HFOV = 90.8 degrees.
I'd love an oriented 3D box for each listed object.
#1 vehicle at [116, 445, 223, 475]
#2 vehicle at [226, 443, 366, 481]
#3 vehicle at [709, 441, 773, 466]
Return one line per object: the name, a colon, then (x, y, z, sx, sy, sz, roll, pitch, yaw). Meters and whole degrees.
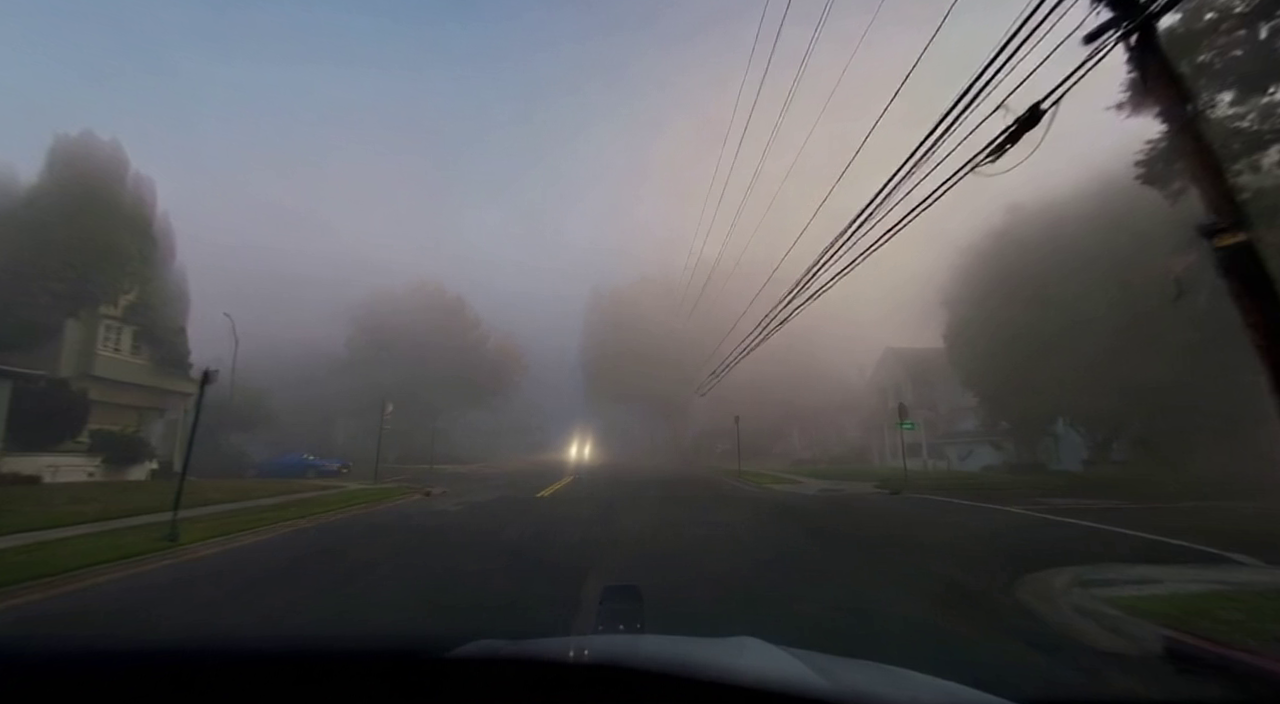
vehicle: (-25.706, 5.888, 34.605, 4.338, 1.496, 1.857, 0, -5, -1)
vehicle: (-14.499, 4.647, 26.822, 4.751, 1.459, 1.996, -1, -8, 0)
vehicle: (7.539, 7.640, 47.614, 4.412, 1.565, 1.957, -3, -9, 0)
